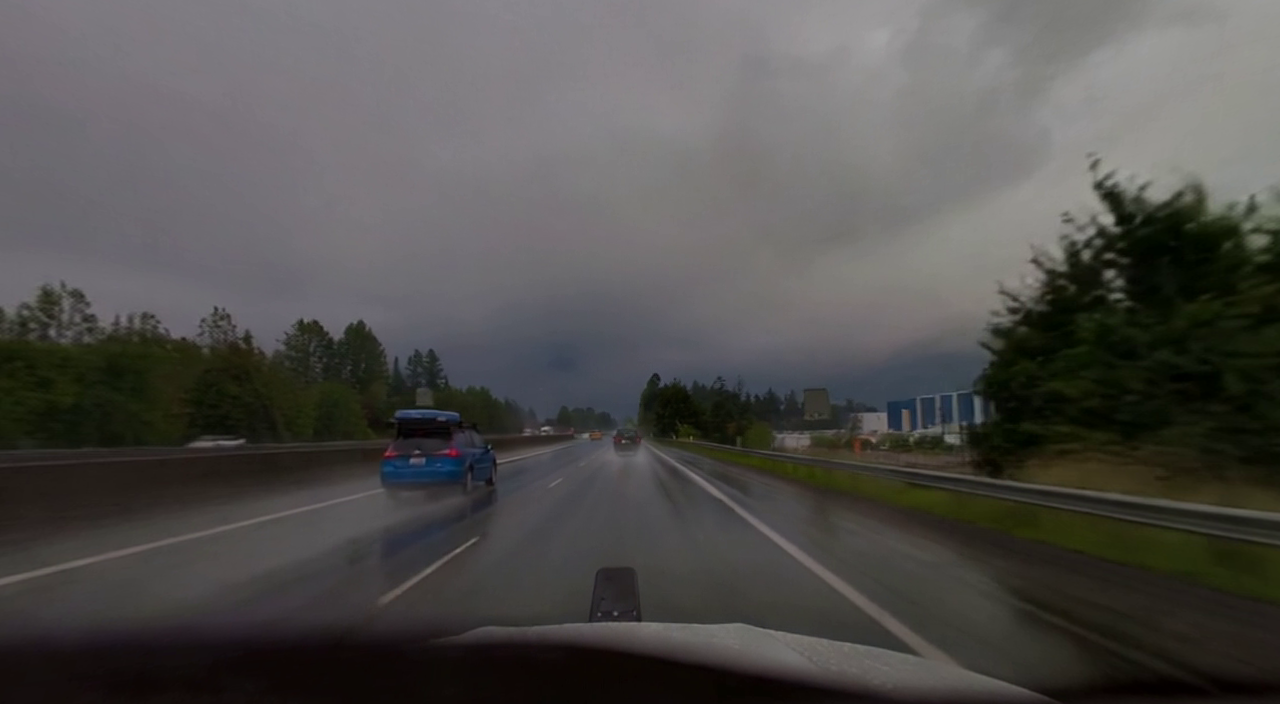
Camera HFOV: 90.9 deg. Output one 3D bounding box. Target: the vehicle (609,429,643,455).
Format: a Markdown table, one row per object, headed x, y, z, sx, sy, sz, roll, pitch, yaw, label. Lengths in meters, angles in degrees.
| x | y | z | sx | sy | sz | roll | pitch | yaw | label |
| --- | --- | --- | --- | --- | --- | --- | --- | --- | --- |
| -0.911 | 5.973 | 41.967 | 2.151 | 1.618 | 3.898 | 0 | -8 | -1 | vehicle |

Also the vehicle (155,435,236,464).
| x | y | z | sx | sy | sz | roll | pitch | yaw | label |
| --- | --- | --- | --- | --- | --- | --- | --- | --- | --- |
| -27.782 | 6.094 | 39.554 | 1.914 | 1.678 | 4.212 | 0 | -8 | 2 | vehicle |

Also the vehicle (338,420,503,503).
| x | y | z | sx | sy | sz | roll | pitch | yaw | label |
| --- | --- | --- | --- | --- | --- | --- | --- | --- | --- |
| -4.780 | 2.435 | 14.602 | 2.189 | 1.580 | 4.607 | 0 | -8 | -1 | vehicle |
